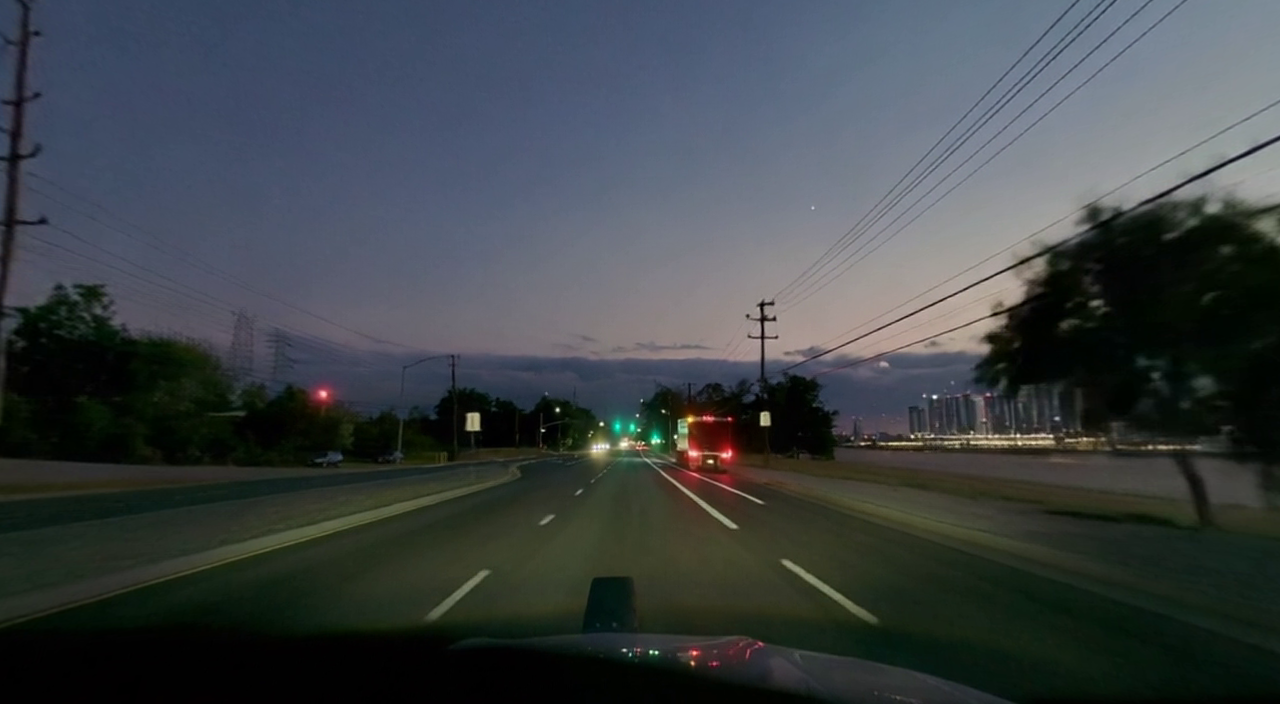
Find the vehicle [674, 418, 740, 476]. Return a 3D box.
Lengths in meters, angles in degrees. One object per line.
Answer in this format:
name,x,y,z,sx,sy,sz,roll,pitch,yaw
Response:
vehicle,3.514,5.272,34.943,2.706,2.880,7.117,0,-8,-2
